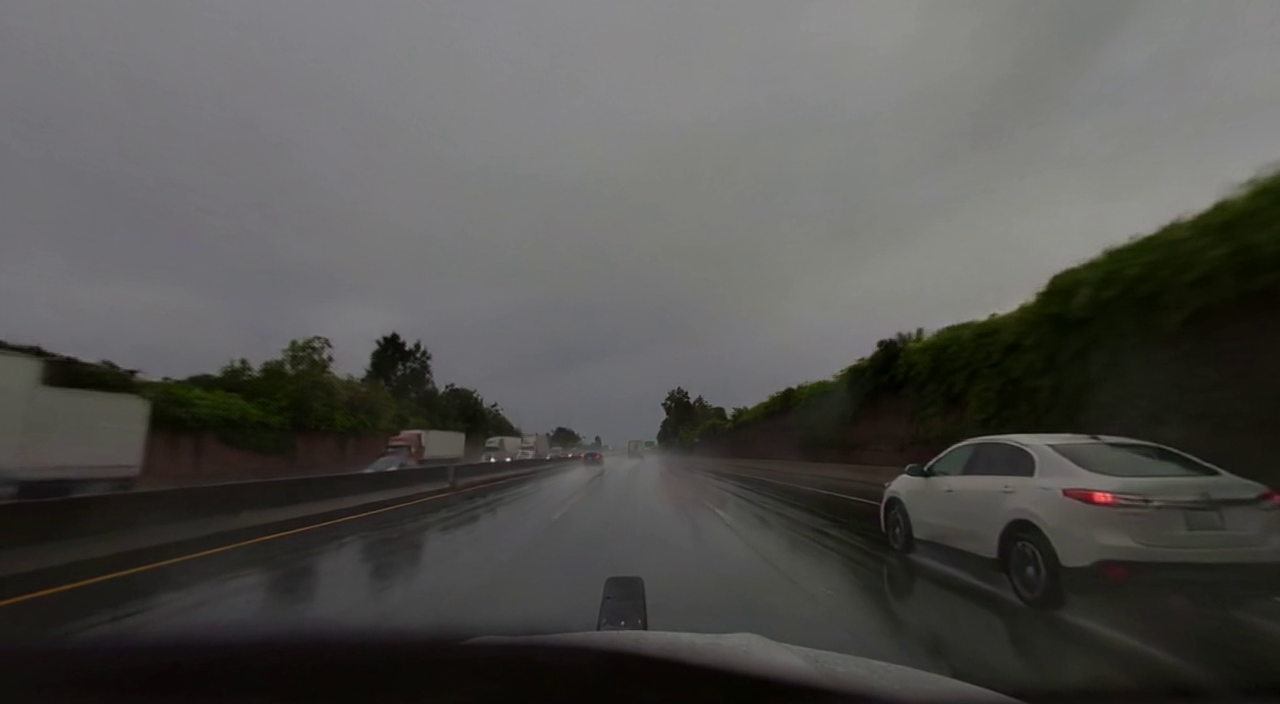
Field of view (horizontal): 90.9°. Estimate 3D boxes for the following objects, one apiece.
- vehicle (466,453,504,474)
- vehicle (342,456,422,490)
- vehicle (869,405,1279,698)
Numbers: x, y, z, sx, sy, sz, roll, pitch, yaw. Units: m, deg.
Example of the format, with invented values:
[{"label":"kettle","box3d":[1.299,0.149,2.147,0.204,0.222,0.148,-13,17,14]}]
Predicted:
[{"label":"vehicle","box3d":[-11.827,8.518,48.327,1.859,1.455,4.185,0,-9,1]},{"label":"vehicle","box3d":[-12.077,5.675,29.850,1.950,1.416,4.429,0,-9,0]},{"label":"vehicle","box3d":[3.889,1.371,5.523,2.053,1.504,4.386,0,-9,-1]}]
